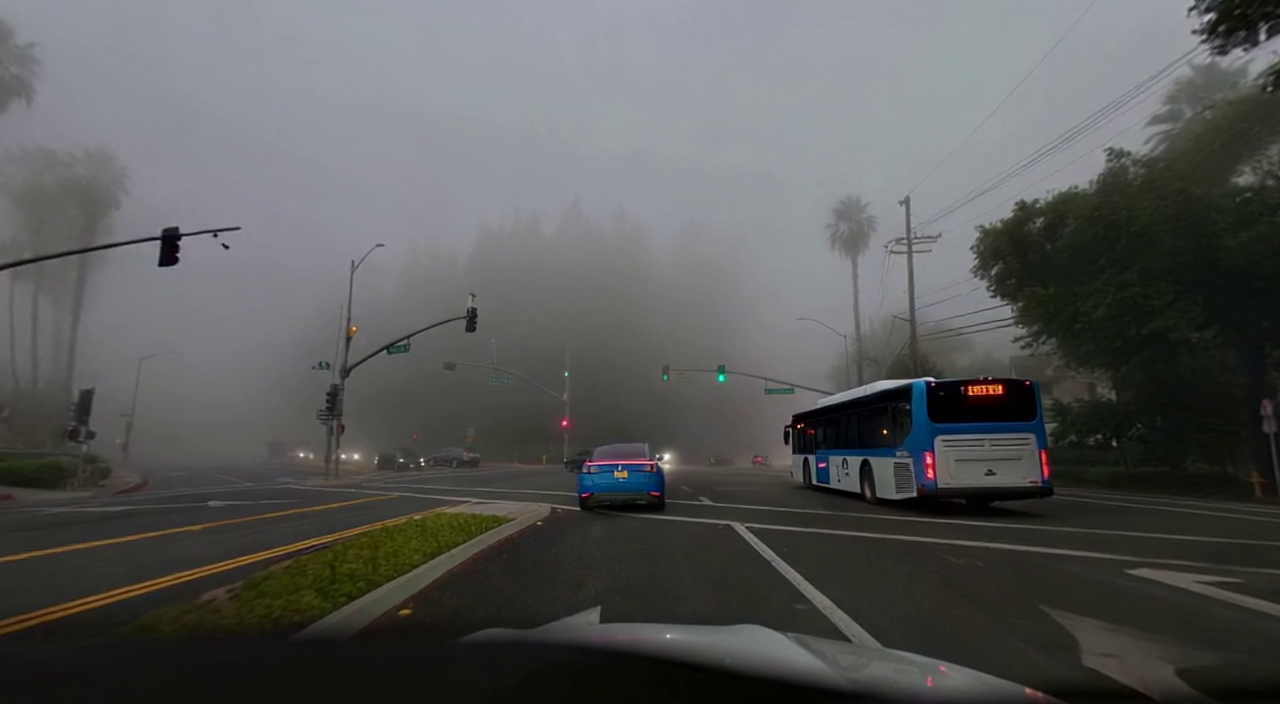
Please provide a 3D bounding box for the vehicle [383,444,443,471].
[{"bbox_3d":[-17.068,7.889,47.308,2.283,1.878,5.384,7,-11,-41],"label":"vehicle"}]

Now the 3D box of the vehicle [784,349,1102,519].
[{"bbox_3d":[7.884,2.726,20.227,3.483,3.546,13.998,0,-9,1],"label":"vehicle"}]

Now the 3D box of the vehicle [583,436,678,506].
[{"bbox_3d":[-0.339,3.273,17.872,2.341,1.709,4.466,0,-9,-3],"label":"vehicle"}]

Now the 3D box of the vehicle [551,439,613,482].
[{"bbox_3d":[-2.906,5.254,30.816,2.272,1.891,4.562,2,-9,-15],"label":"vehicle"}]
